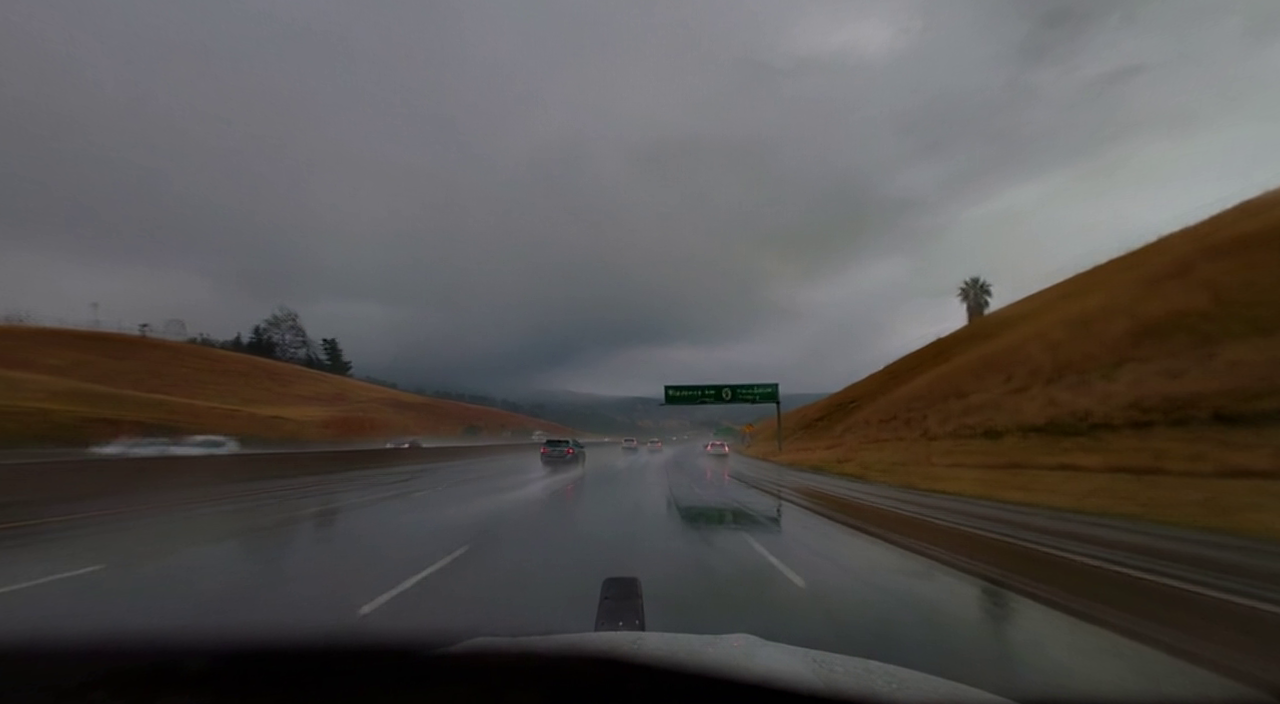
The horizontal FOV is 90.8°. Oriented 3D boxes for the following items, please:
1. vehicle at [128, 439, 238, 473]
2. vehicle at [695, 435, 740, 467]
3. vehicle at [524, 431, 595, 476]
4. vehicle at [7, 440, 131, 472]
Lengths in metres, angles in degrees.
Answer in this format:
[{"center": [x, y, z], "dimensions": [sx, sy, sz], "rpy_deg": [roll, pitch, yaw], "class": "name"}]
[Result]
[{"center": [-21.231, 4.841, 29.611], "dimensions": [1.822, 1.480, 4.290], "rpy_deg": [0, -8, 2], "class": "vehicle"}, {"center": [4.615, 5.951, 38.138], "dimensions": [2.164, 1.788, 4.500], "rpy_deg": [0, -8, 0], "class": "vehicle"}, {"center": [-3.237, 4.196, 26.387], "dimensions": [2.166, 1.700, 4.661], "rpy_deg": [0, -8, 2], "class": "vehicle"}, {"center": [-28.773, 5.249, 32.065], "dimensions": [1.910, 1.476, 4.599], "rpy_deg": [0, -8, 2], "class": "vehicle"}]
